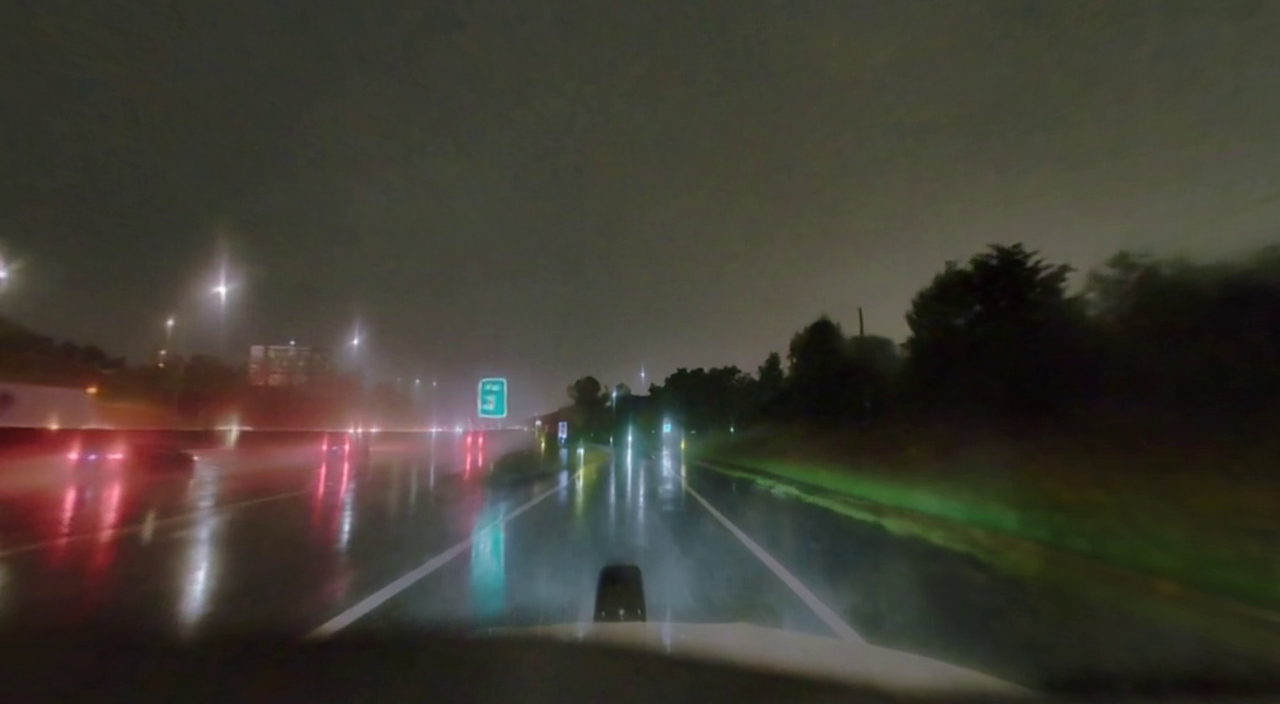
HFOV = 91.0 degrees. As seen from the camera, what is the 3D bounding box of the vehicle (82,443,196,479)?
[{"bbox_3d":[-27.406,5.947,34.752,2.220,1.806,5.471,1,-8,-6],"label":"vehicle"}]
